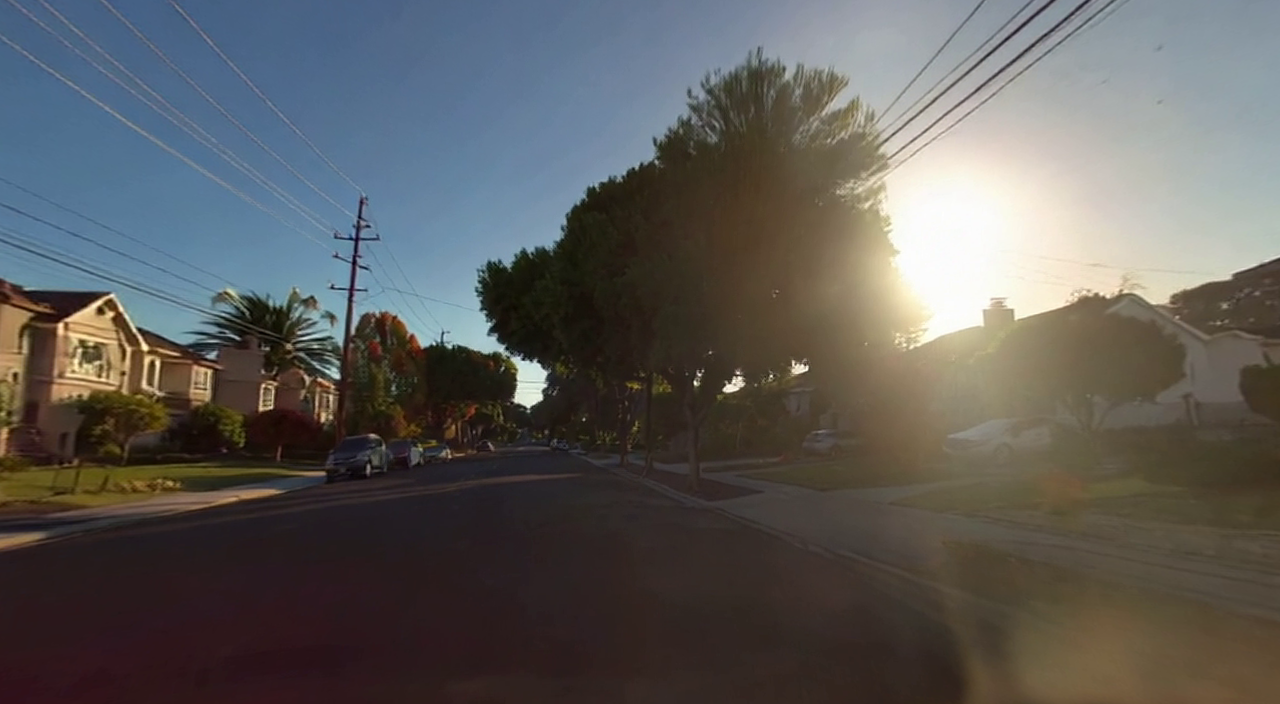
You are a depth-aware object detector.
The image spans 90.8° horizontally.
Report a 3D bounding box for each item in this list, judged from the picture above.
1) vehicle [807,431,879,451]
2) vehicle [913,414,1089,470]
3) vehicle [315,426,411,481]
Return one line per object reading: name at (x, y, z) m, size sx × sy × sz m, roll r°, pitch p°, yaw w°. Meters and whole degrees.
vehicle at (11.551, 5.096, 36.095) m, size 3.606 × 1.094 × 1.420 m, roll 2°, pitch -8°, yaw -7°
vehicle at (11.967, 3.028, 21.106) m, size 4.842 × 1.728 × 1.875 m, roll 1°, pitch -9°, yaw -7°
vehicle at (-11.242, 4.182, 26.156) m, size 2.240 × 1.940 × 5.429 m, roll -1°, pitch -8°, yaw -8°
